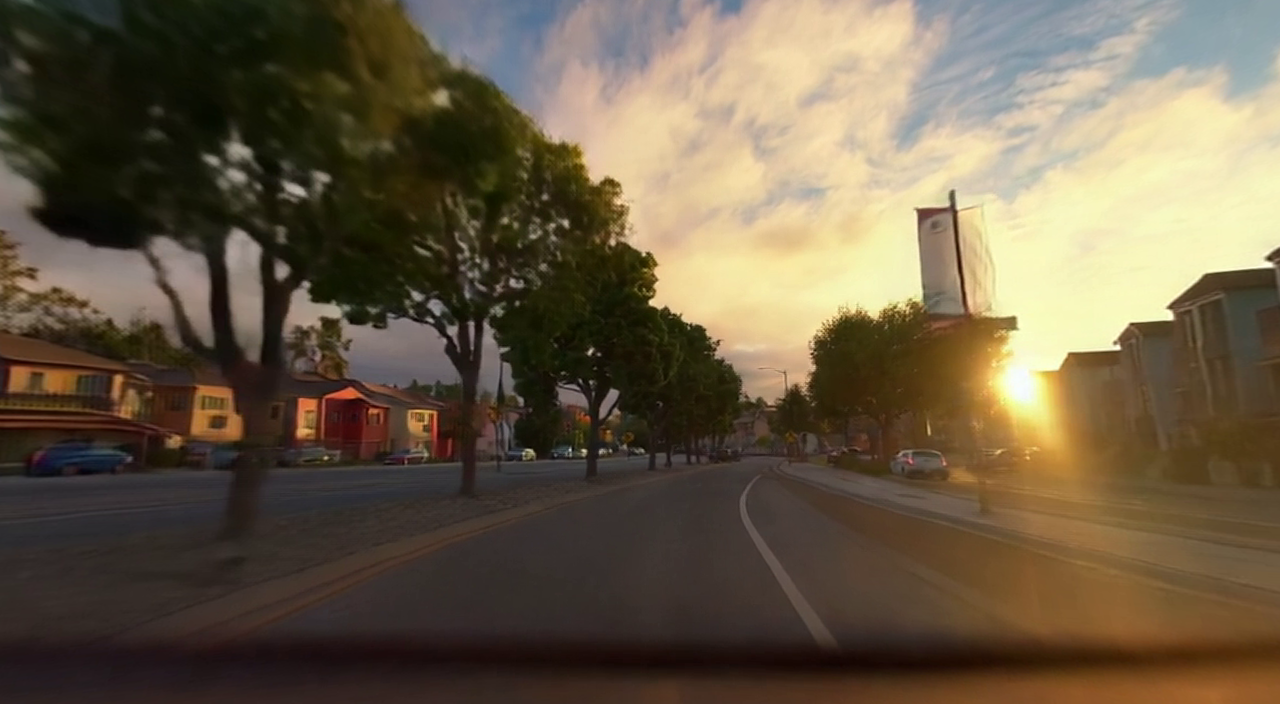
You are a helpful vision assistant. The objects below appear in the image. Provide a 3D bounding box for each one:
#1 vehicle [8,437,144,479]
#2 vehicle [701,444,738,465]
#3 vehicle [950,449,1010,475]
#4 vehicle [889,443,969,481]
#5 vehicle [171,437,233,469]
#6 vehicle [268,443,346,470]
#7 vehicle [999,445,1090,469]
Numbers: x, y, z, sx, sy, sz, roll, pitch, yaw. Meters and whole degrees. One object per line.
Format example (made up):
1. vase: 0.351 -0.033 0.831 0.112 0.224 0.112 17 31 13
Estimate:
1. vehicle: -27.954 5.376 31.573 1.958 1.708 4.611 -6 -14 13
2. vehicle: 6.198 7.848 48.699 2.081 1.489 4.863 -2 -9 16
3. vehicle: 21.595 6.976 40.348 1.945 1.531 4.589 -1 -9 10
4. vehicle: 13.463 5.254 29.777 1.988 1.487 4.479 -2 -13 6
5. vehicle: -30.626 7.085 44.128 4.799 1.651 2.268 -12 -8 38
6. vehicle: -24.063 7.542 45.912 2.013 1.792 4.950 -3 -9 17
7. vehicle: 27.145 7.035 42.526 4.669 1.517 1.993 -1 -9 8
